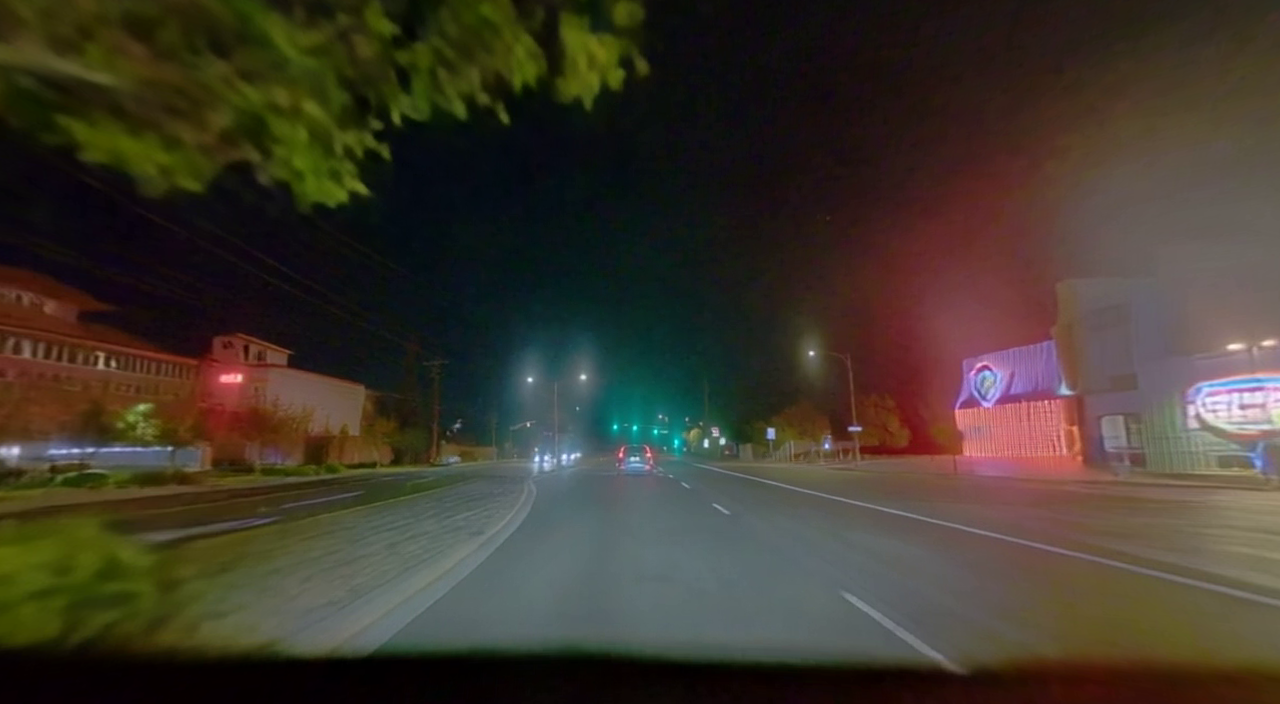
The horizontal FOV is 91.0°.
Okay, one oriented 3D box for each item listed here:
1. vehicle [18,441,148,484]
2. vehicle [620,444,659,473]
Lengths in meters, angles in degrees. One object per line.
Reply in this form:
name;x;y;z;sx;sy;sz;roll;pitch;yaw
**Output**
vehicle;-28.145;5.571;32.091;2.191;1.947;5.156;1;-9;-5
vehicle;-0.073;5.746;34.062;1.998;1.452;3.773;0;-9;-2
